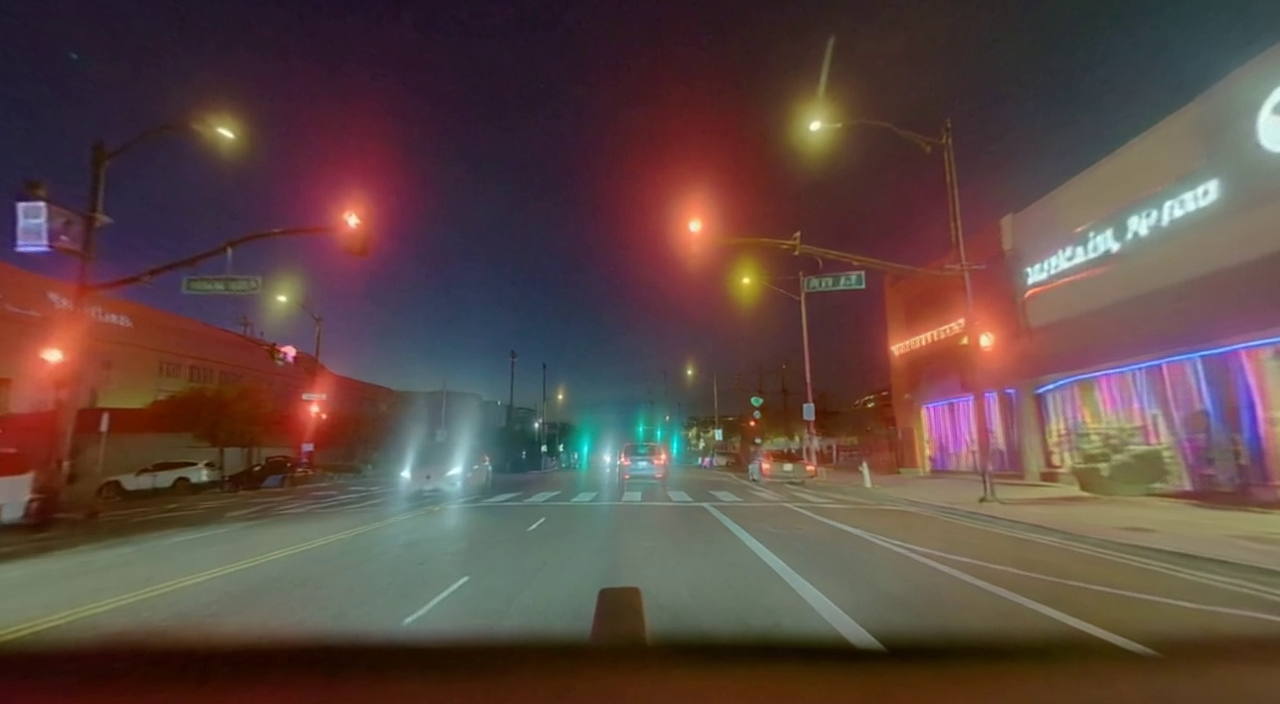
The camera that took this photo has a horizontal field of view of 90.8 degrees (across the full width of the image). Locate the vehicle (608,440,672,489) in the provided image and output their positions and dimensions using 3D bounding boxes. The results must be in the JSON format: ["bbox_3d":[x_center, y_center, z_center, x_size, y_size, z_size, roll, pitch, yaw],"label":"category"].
[{"bbox_3d":[-0.009,3.973,22.697,2.086,1.575,4.205,0,-8,0],"label":"vehicle"}]

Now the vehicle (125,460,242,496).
[{"bbox_3d":[-24.827,6.865,34.483,4.794,1.825,2.056,0,-8,1],"label":"vehicle"}]

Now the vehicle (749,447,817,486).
[{"bbox_3d":[6.011,4.830,27.041,1.859,1.470,4.476,0,-8,0],"label":"vehicle"}]

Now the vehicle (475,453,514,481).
[{"bbox_3d":[-10.877,8.613,47.541,1.887,1.576,4.530,-4,-6,-1],"label":"vehicle"}]

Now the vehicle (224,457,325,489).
[{"bbox_3d":[-19.852,6.637,34.453,4.212,1.641,1.935,-1,-13,2],"label":"vehicle"}]

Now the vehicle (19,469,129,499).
[{"bbox_3d":[-30.833,7.202,34.504,4.323,1.491,1.758,0,-9,2],"label":"vehicle"}]

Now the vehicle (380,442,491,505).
[{"bbox_3d":[-5.988,3.567,19.082,1.918,1.679,4.209,0,-8,0],"label":"vehicle"}]
